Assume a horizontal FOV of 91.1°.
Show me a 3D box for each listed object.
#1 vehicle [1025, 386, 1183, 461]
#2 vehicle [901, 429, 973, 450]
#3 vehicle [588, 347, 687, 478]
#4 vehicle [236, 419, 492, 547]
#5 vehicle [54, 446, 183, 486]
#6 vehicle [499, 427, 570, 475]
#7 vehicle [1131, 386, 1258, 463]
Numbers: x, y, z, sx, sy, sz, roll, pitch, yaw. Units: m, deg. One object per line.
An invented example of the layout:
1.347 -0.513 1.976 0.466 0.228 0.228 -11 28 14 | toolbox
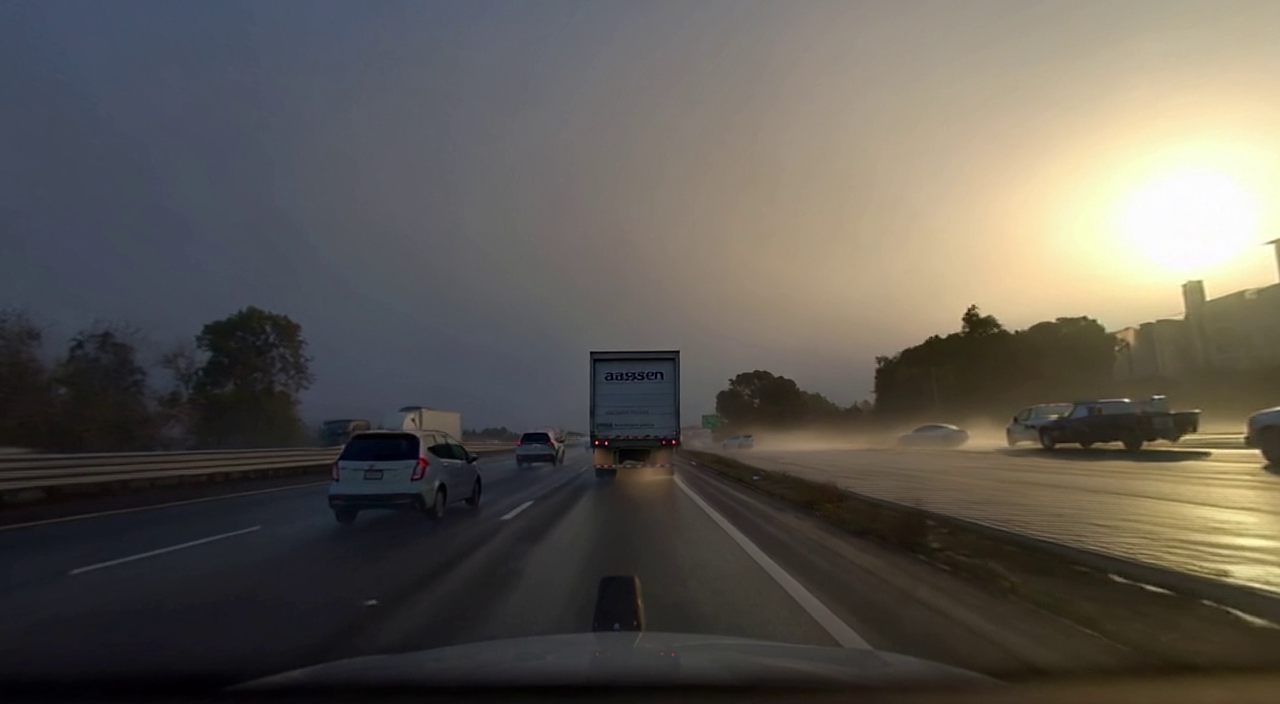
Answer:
18.912 3.010 26.103 2.432 2.753 5.388 0 -8 1 | vehicle
21.921 6.481 46.442 4.324 1.489 2.017 -8 -11 44 | vehicle
-0.171 2.658 25.809 3.171 4.204 11.036 0 -8 -1 | vehicle
-3.794 1.852 9.692 1.964 1.507 4.361 0 -8 0 | vehicle
-22.727 4.948 27.664 2.036 1.530 4.215 0 -8 1 | vehicle
-3.825 3.652 23.462 1.946 1.599 4.073 0 -8 0 | vehicle
19.519 2.590 22.296 1.658 2.523 2.851 0 -8 -2 | vehicle
